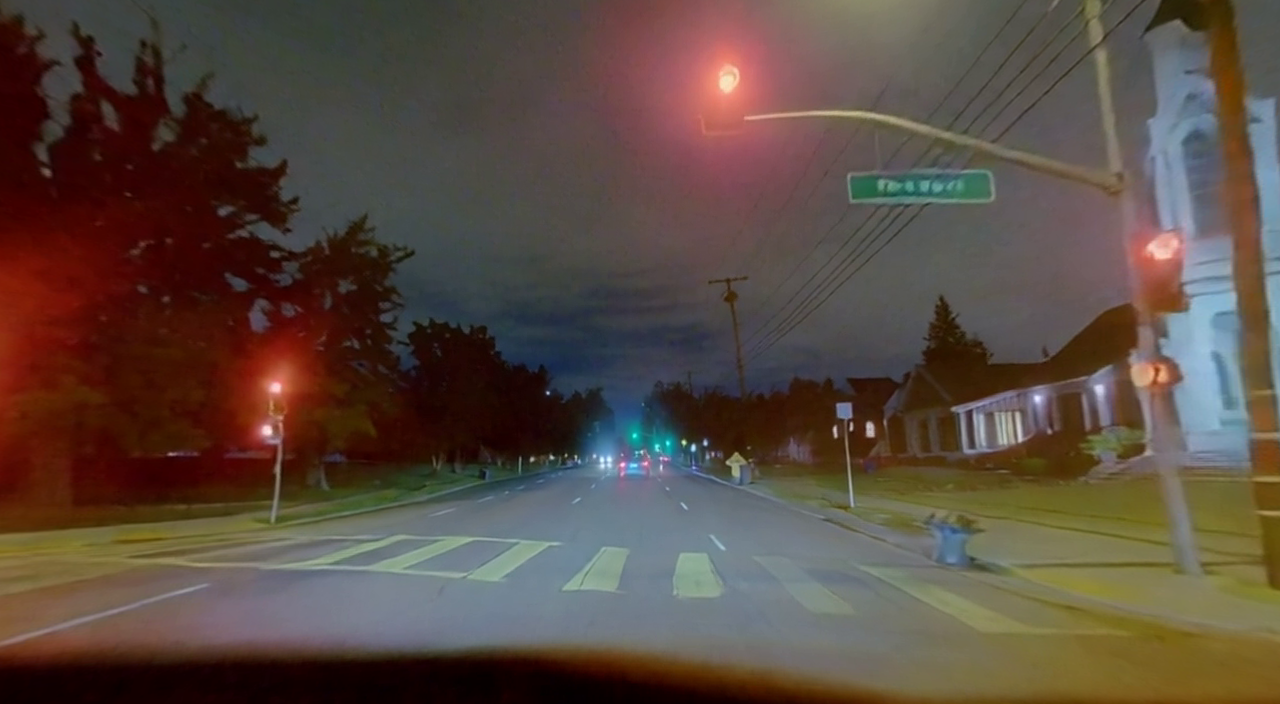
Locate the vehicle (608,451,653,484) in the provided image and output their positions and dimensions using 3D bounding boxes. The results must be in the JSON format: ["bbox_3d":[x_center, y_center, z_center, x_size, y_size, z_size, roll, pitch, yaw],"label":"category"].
[{"bbox_3d":[-0.453,5.732,31.417,2.093,1.497,4.010,0,-9,-1],"label":"vehicle"}]
